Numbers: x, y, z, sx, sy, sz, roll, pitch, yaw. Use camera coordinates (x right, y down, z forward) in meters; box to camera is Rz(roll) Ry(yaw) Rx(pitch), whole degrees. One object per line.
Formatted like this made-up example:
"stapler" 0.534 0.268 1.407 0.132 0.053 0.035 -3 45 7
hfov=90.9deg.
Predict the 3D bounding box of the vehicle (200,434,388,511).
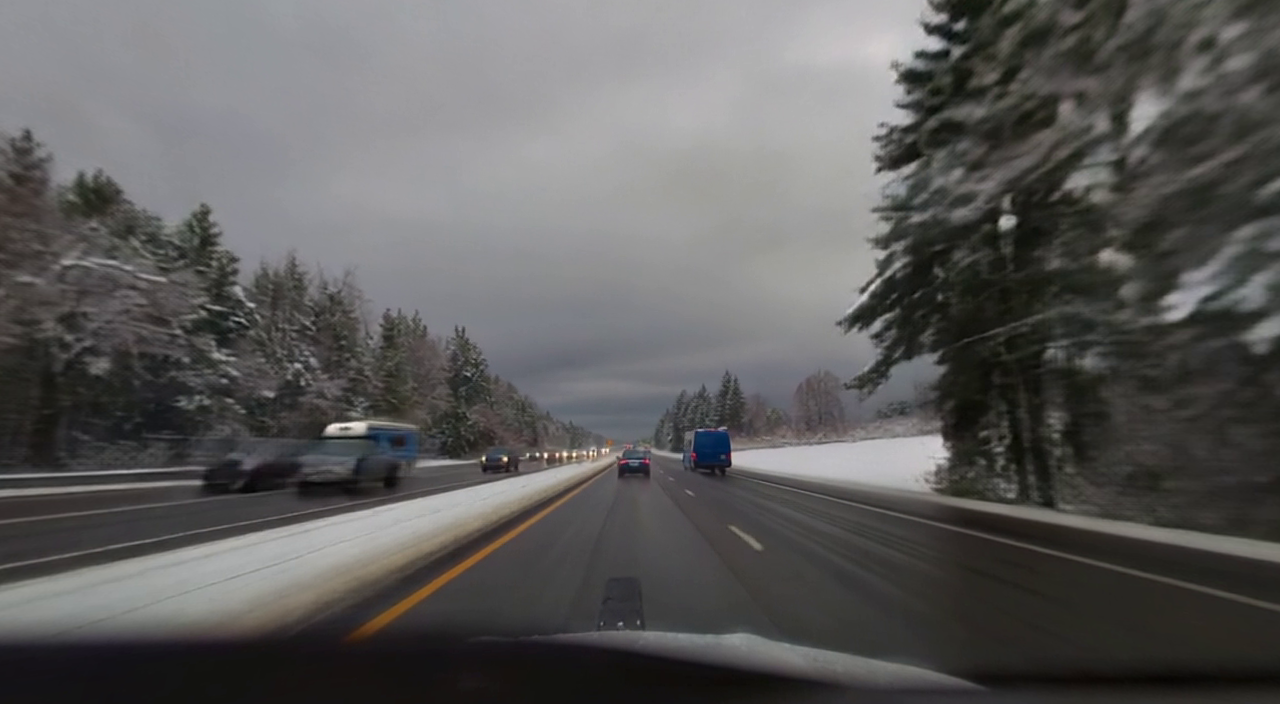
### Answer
"vehicle" -7.503 2.644 14.210 1.911 1.461 3.984 0 -9 1

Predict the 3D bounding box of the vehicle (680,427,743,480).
"vehicle" 3.725 5.492 34.225 2.513 2.633 5.930 0 -9 -2

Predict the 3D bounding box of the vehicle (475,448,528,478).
"vehicle" -7.505 6.054 34.656 1.926 1.492 4.272 0 -9 0

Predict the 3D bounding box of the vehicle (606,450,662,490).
"vehicle" -0.246 4.614 24.976 2.037 1.417 3.885 0 -9 0
